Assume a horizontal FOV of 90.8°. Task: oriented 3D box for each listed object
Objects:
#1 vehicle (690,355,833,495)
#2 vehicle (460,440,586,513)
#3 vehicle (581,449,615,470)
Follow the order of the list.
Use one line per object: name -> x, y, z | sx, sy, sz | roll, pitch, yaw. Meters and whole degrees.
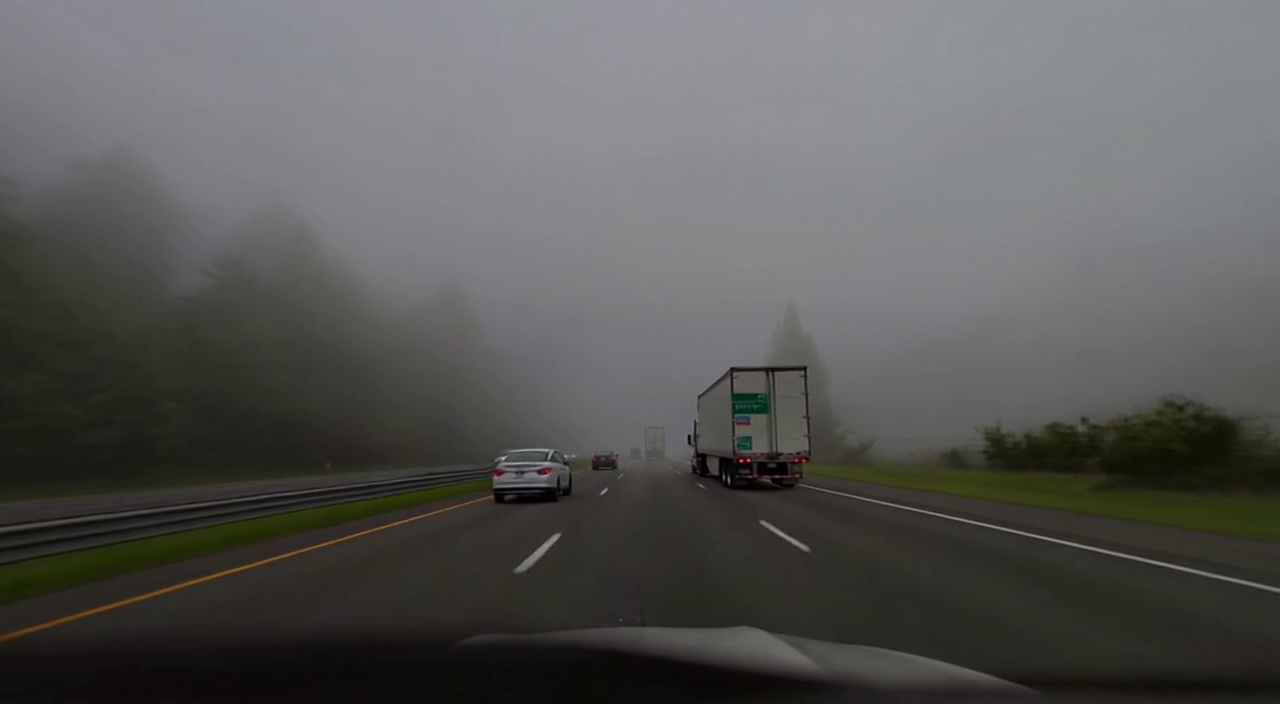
vehicle -> 4.101, 3.232, 25.679 | 2.974, 4.083, 14.389 | 0, -9, 0
vehicle -> -2.713, 3.041, 15.943 | 2.104, 1.526, 4.940 | 0, -9, 2
vehicle -> -3.062, 7.953, 46.901 | 2.121, 1.445, 4.651 | 0, -9, 1
